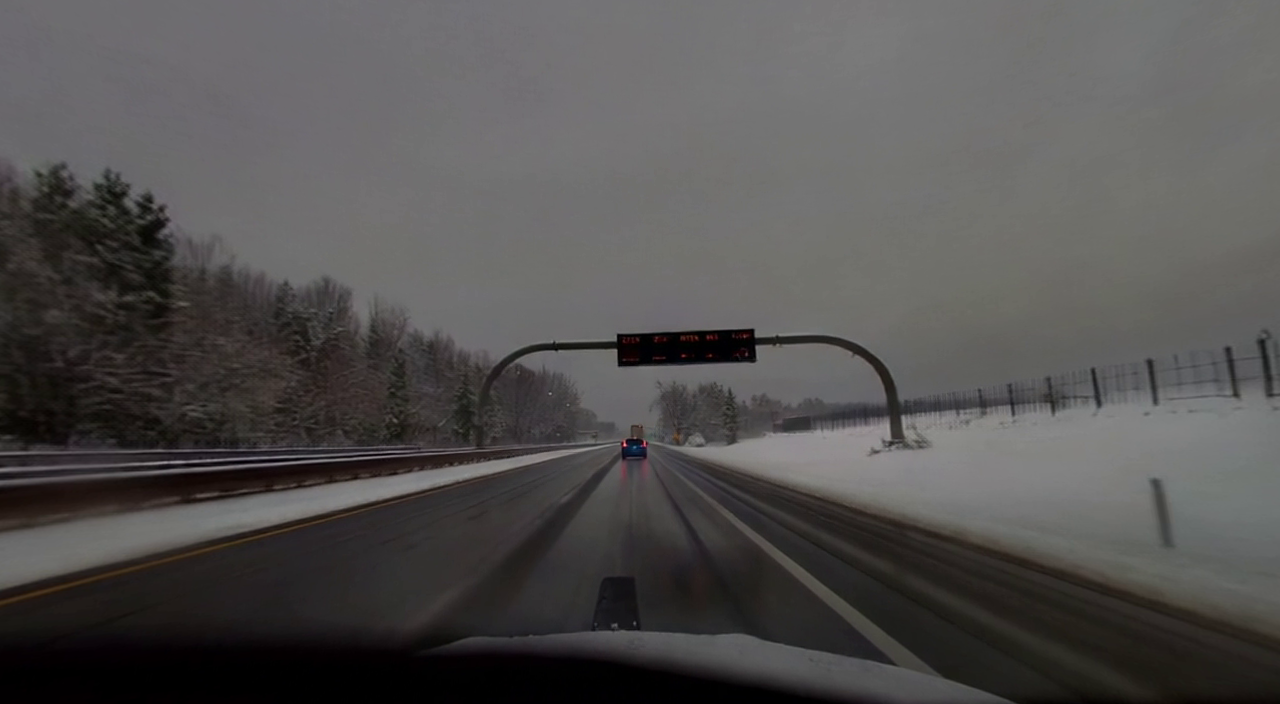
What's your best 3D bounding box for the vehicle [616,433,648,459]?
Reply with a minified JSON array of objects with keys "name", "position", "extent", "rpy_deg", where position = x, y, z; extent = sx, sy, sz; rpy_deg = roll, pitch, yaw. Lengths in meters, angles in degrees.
[{"name":"vehicle","position":[-0.594,6.682,44.741],"extent":[2.180,1.717,4.139],"rpy_deg":[0,-8,-1]}]
